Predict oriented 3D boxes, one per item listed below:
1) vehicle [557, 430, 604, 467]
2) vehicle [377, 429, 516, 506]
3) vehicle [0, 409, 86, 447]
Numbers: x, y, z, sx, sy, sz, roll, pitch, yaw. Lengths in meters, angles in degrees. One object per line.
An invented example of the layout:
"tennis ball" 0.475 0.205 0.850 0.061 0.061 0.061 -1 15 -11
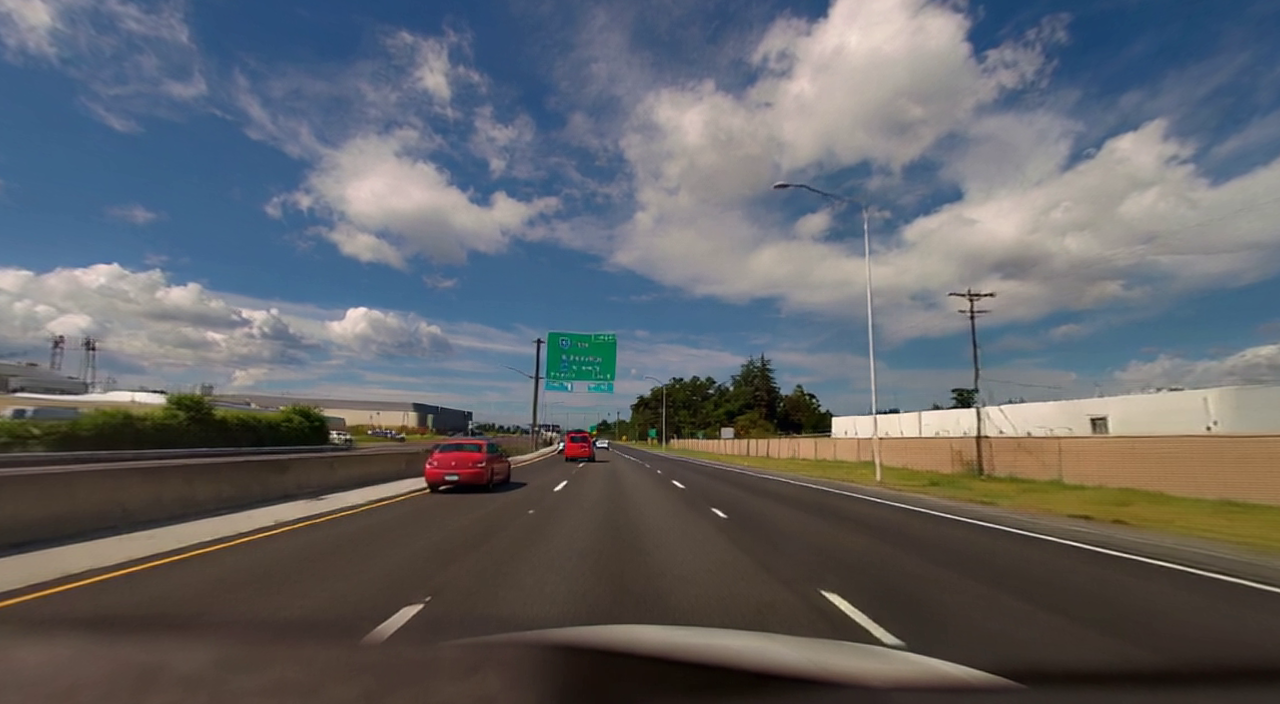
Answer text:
"vehicle" -3.225 5.365 35.171 2.260 1.901 4.665 0 -8 -1
"vehicle" -4.369 2.656 14.968 2.045 1.547 4.162 0 -8 -1
"vehicle" -36.572 4.546 37.900 2.103 2.009 4.997 4 -7 -7
